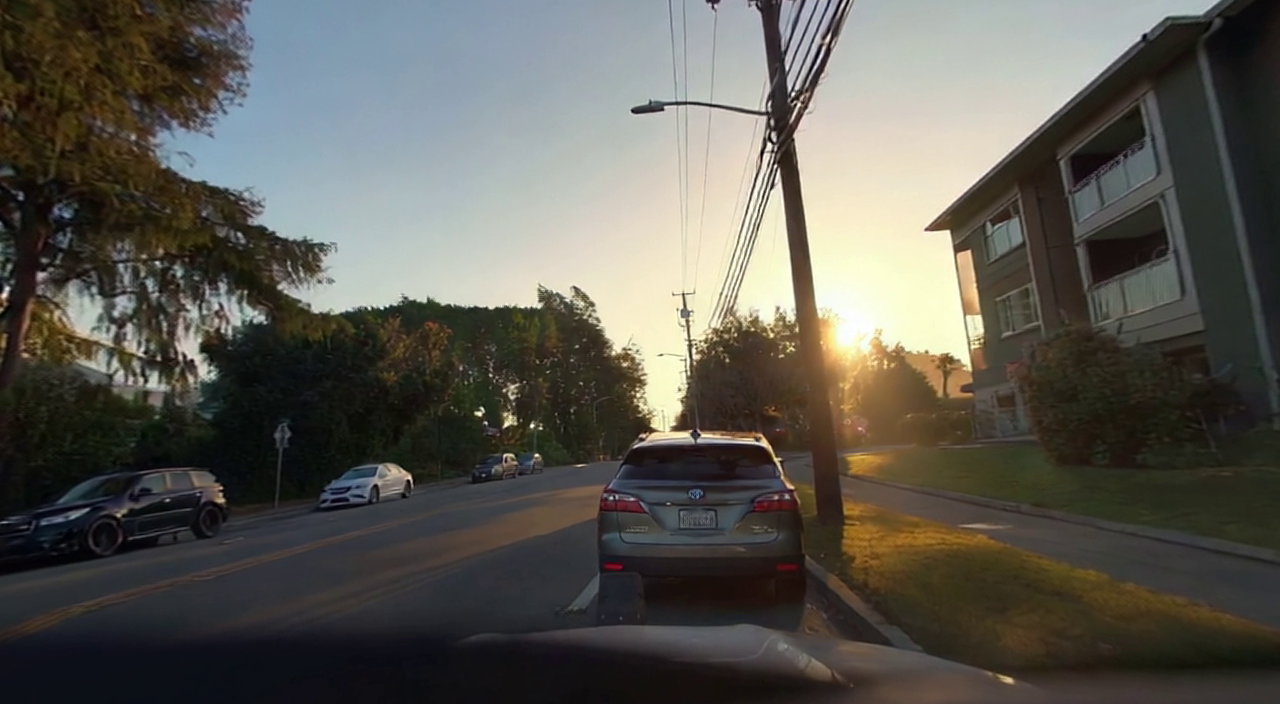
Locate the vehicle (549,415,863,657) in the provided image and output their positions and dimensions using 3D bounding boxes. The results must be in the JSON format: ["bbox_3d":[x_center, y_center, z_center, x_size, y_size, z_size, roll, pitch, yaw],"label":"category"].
[{"bbox_3d":[0.593,1.543,6.530,2.030,1.535,4.683,-1,-8,4],"label":"vehicle"}]

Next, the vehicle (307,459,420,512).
[{"bbox_3d":[-10.543,5.073,24.493,2.017,1.582,4.664,-7,-9,4],"label":"vehicle"}]

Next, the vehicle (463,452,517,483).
[{"bbox_3d":[-9.360,7.200,39.735,2.011,1.801,4.676,-1,-8,3],"label":"vehicle"}]

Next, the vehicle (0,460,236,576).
[{"bbox_3d":[-10.779,3.228,12.867,2.068,1.745,4.579,-7,-9,1],"label":"vehicle"}]
